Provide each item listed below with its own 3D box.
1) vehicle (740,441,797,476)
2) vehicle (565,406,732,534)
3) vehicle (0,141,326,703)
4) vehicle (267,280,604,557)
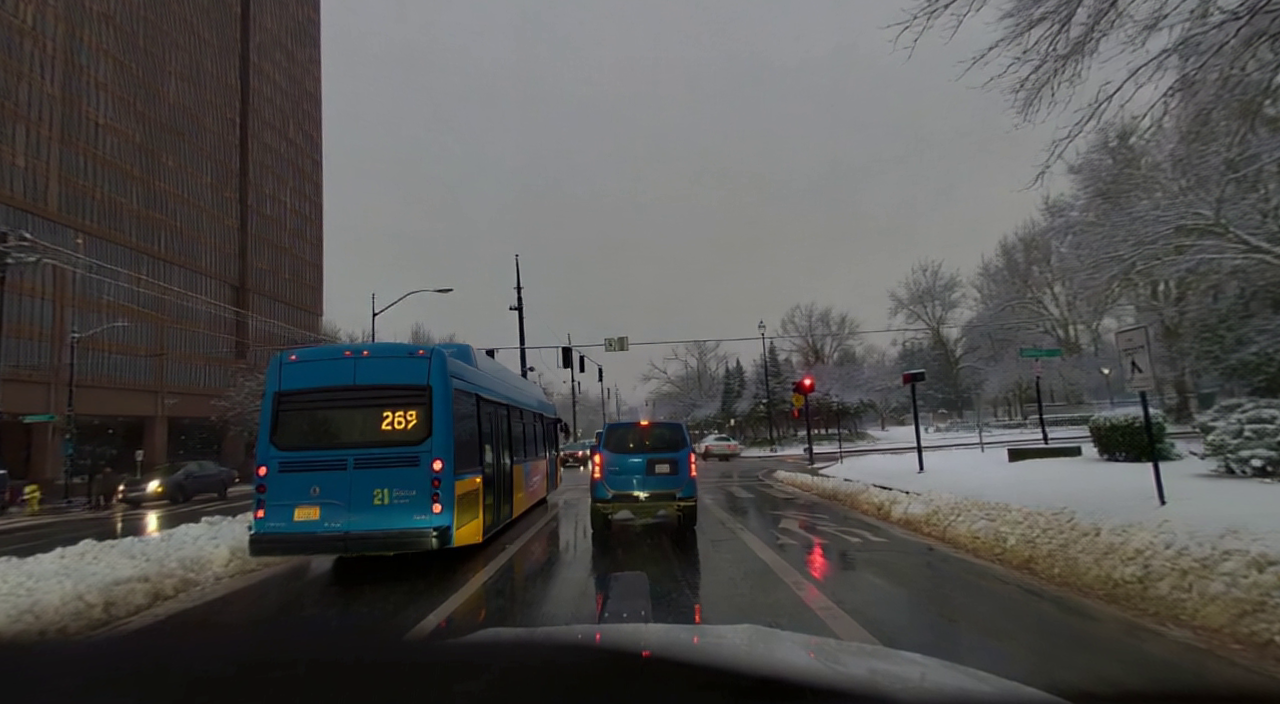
[{"bbox_3d":[6.128,5.101,30.481,1.919,1.529,4.059,0,-9,0],"label":"vehicle"},{"bbox_3d":[0.140,2.109,11.736,2.500,1.912,4.270,0,-9,0],"label":"vehicle"},{"bbox_3d":[-2.753,0.335,0.218,2.329,2.089,5.659,0,-9,0],"label":"vehicle"},{"bbox_3d":[-2.886,1.798,14.633,3.042,3.445,13.615,0,-9,1],"label":"vehicle"}]
